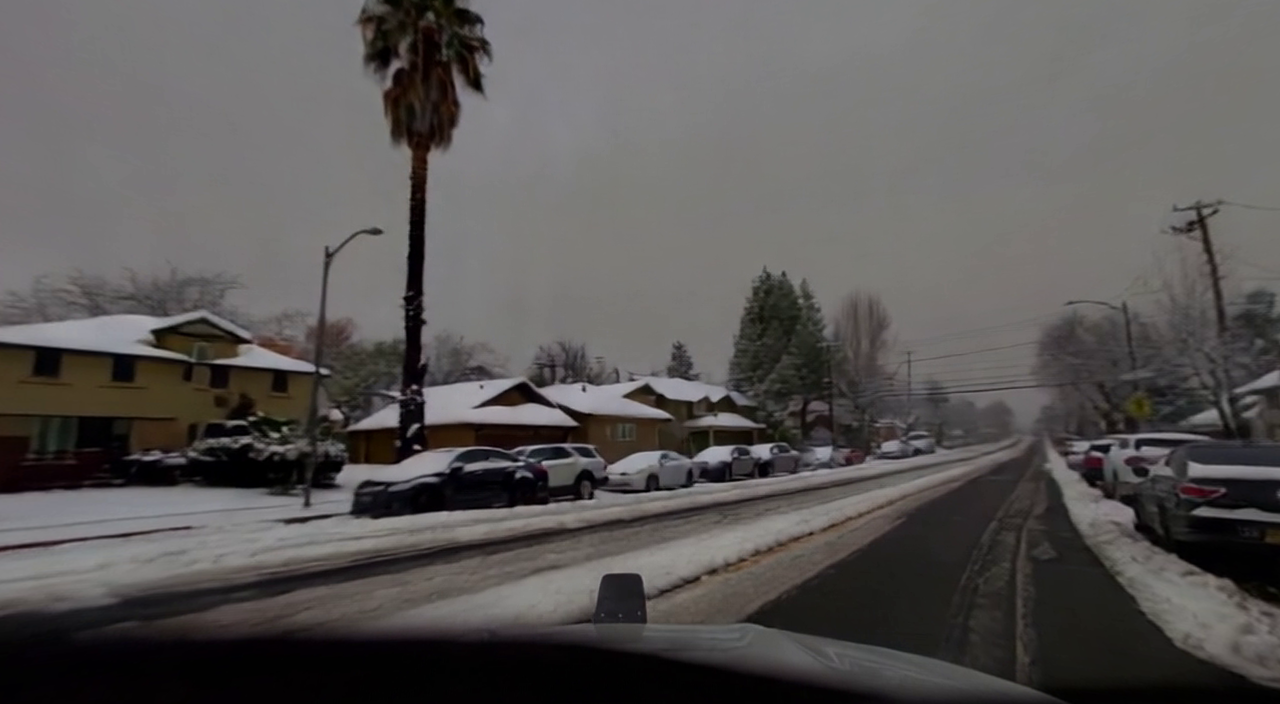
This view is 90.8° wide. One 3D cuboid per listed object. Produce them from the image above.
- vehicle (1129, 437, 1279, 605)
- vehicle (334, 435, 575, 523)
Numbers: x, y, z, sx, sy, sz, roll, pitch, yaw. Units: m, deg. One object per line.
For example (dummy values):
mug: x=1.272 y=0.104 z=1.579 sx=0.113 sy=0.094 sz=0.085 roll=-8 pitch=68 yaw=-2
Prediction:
vehicle: x=7.303 y=1.772 z=7.492 sx=2.001 sy=1.461 sz=4.492 roll=-6 pitch=-9 yaw=34
vehicle: x=-4.123 y=2.803 z=14.348 sx=4.866 sy=1.752 sz=1.998 roll=-3 pitch=-8 yaw=14
